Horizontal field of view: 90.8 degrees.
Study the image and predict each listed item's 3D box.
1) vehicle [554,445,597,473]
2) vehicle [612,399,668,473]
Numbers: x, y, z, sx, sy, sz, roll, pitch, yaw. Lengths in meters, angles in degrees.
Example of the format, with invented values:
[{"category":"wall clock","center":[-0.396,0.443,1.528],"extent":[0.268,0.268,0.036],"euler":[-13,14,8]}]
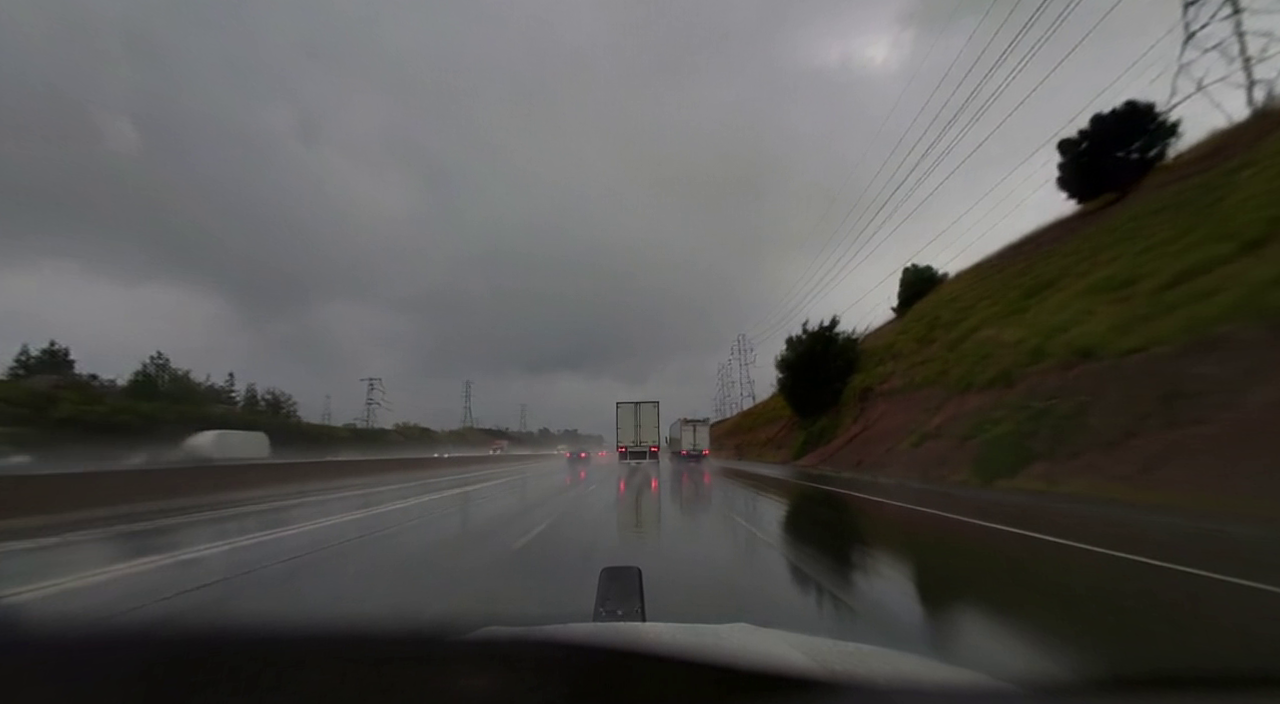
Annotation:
[{"category":"vehicle","center":[-3.806,6.392,37.968],"extent":[2.128,1.533,4.694],"euler":[0,-9,0]},{"category":"vehicle","center":[0.029,5.394,39.894],"extent":[2.985,4.025,10.982],"euler":[0,-9,0]}]
